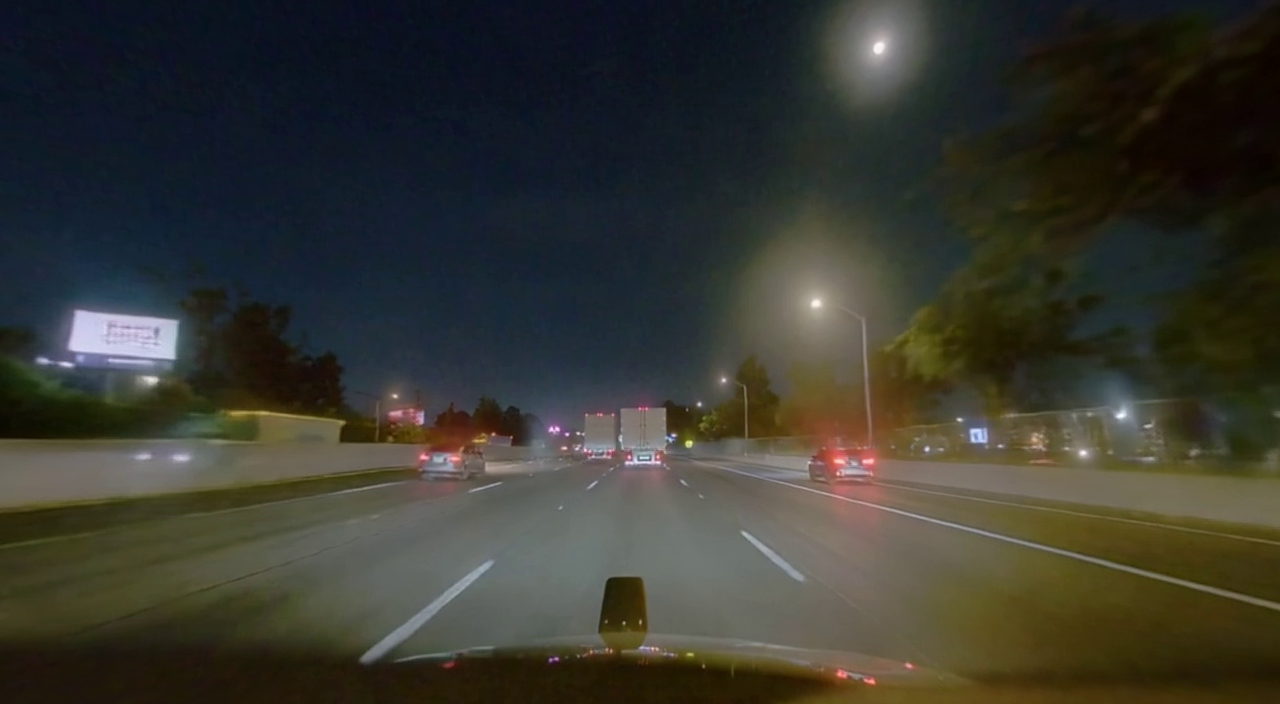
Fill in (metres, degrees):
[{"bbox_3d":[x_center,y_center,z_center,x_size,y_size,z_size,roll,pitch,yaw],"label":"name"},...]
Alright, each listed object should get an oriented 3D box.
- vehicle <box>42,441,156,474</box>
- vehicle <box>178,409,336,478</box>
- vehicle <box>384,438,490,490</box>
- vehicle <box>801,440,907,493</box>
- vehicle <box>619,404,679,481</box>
[{"bbox_3d":[-36.503,7.077,42.875,2.471,1.996,5.893,-1,-8,1],"label":"vehicle"},{"bbox_3d":[-19.025,4.661,32.120,3.046,3.028,7.741,-1,-8,1],"label":"vehicle"},{"bbox_3d":[-6.729,3.760,21.543,1.992,1.547,4.673,-1,-8,1],"label":"vehicle"},{"bbox_3d":[7.005,3.783,21.210,1.969,1.560,4.394,0,-8,-1],"label":"vehicle"},{"bbox_3d":[0.414,5.299,38.549,3.054,3.944,11.230,-1,-6,-1],"label":"vehicle"}]
